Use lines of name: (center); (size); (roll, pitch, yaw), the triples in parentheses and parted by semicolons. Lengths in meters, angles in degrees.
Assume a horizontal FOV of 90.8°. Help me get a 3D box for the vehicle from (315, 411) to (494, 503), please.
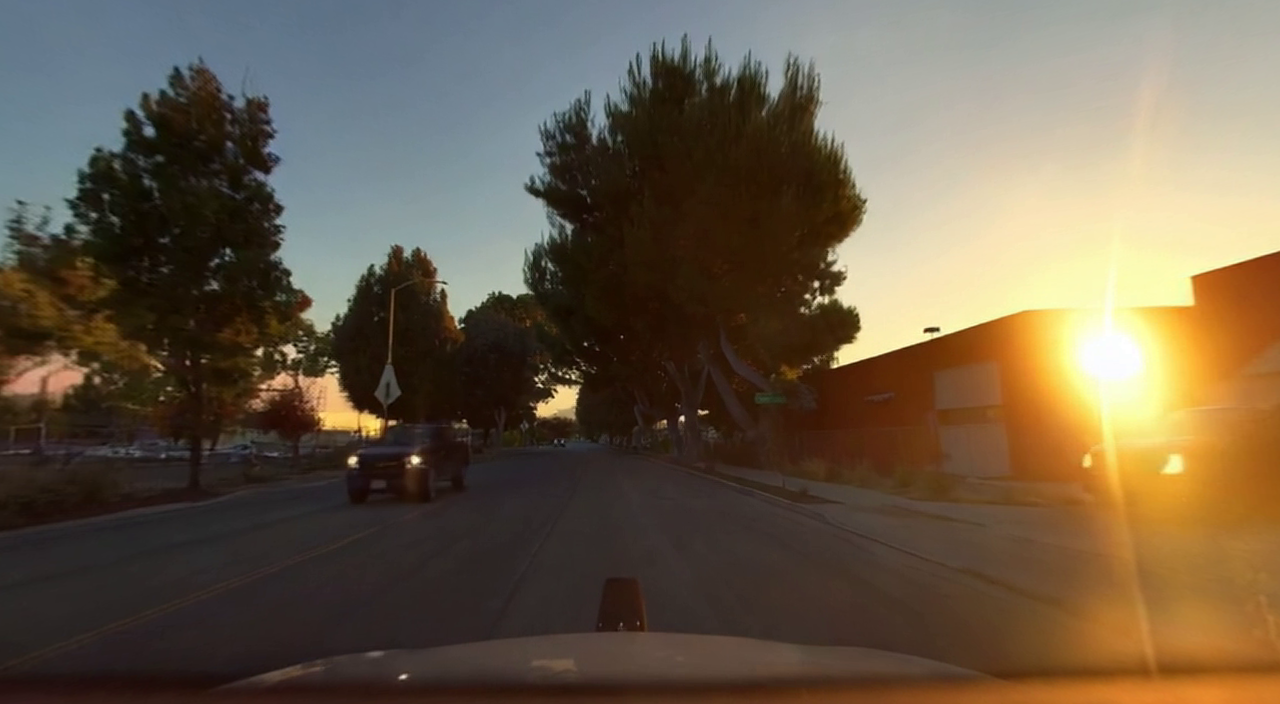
vehicle: (-6.254, 2.919, 18.010); (2.770, 2.135, 6.329); (0, -8, -1)

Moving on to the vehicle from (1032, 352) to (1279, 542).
vehicle: (10.473, 1.351, 9.734); (7.188, 2.416, 2.528); (-1, -8, -4)
